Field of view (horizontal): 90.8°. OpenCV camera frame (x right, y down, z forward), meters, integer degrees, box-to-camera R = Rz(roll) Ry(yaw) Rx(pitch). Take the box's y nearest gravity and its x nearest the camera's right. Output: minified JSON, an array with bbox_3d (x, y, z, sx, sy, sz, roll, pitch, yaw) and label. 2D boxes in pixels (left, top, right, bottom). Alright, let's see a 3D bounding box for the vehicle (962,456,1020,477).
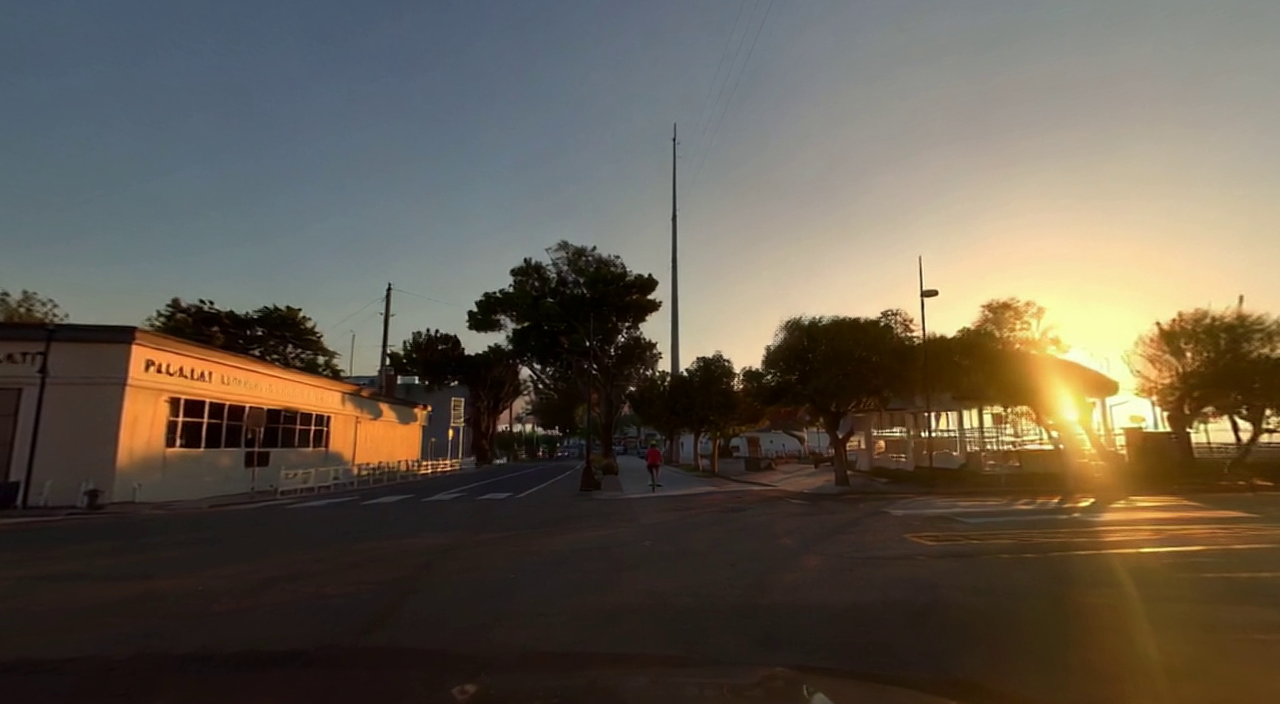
[{"bbox_3d":[26.948,8.748,48.478,3.794,1.403,1.636,1,-9,-17],"label":"vehicle"}]
